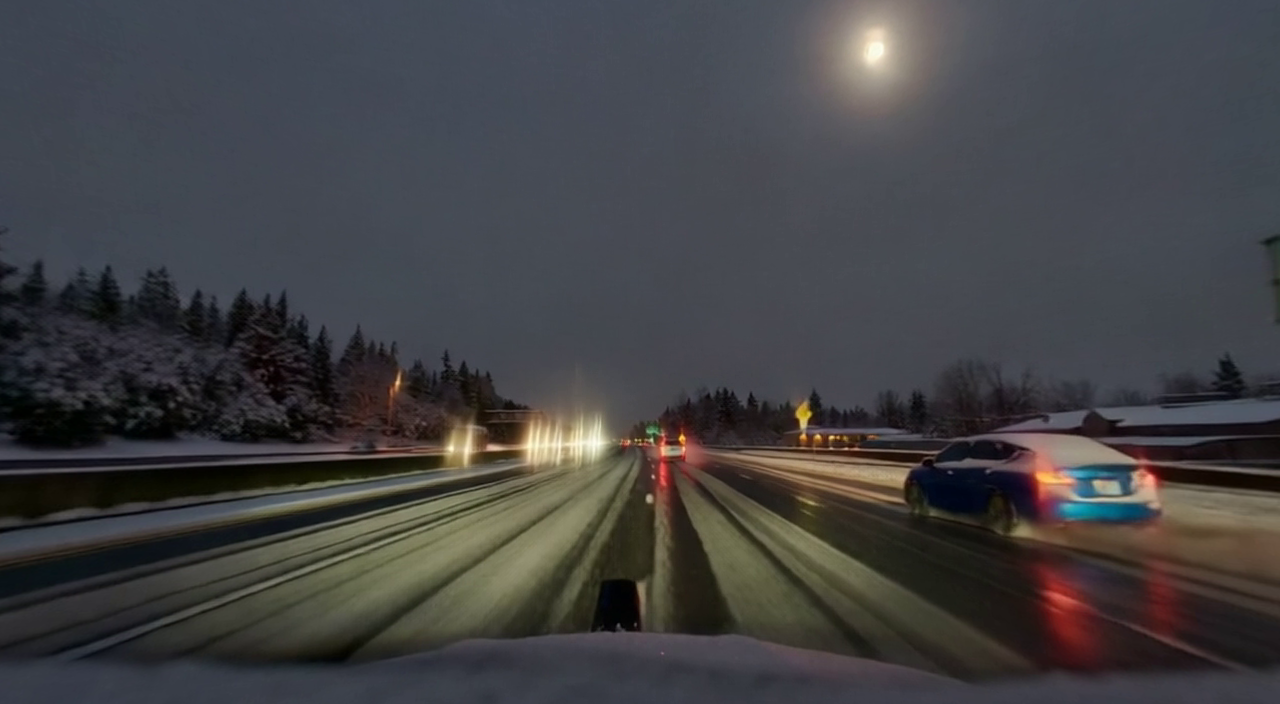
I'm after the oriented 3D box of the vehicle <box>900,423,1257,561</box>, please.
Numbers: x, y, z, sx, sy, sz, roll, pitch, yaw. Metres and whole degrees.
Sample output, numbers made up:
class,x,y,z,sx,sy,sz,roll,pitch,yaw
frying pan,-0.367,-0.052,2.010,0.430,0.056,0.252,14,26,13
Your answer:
class,x,y,z,sx,sy,sz,roll,pitch,yaw
vehicle,5.889,1.931,9.470,2.029,1.528,4.644,0,-9,0

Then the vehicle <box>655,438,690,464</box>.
class,x,y,z,sx,sy,sz,roll,pitch,yaw
vehicle,2.226,6.862,44.027,2.127,1.692,4.382,0,-9,-1
